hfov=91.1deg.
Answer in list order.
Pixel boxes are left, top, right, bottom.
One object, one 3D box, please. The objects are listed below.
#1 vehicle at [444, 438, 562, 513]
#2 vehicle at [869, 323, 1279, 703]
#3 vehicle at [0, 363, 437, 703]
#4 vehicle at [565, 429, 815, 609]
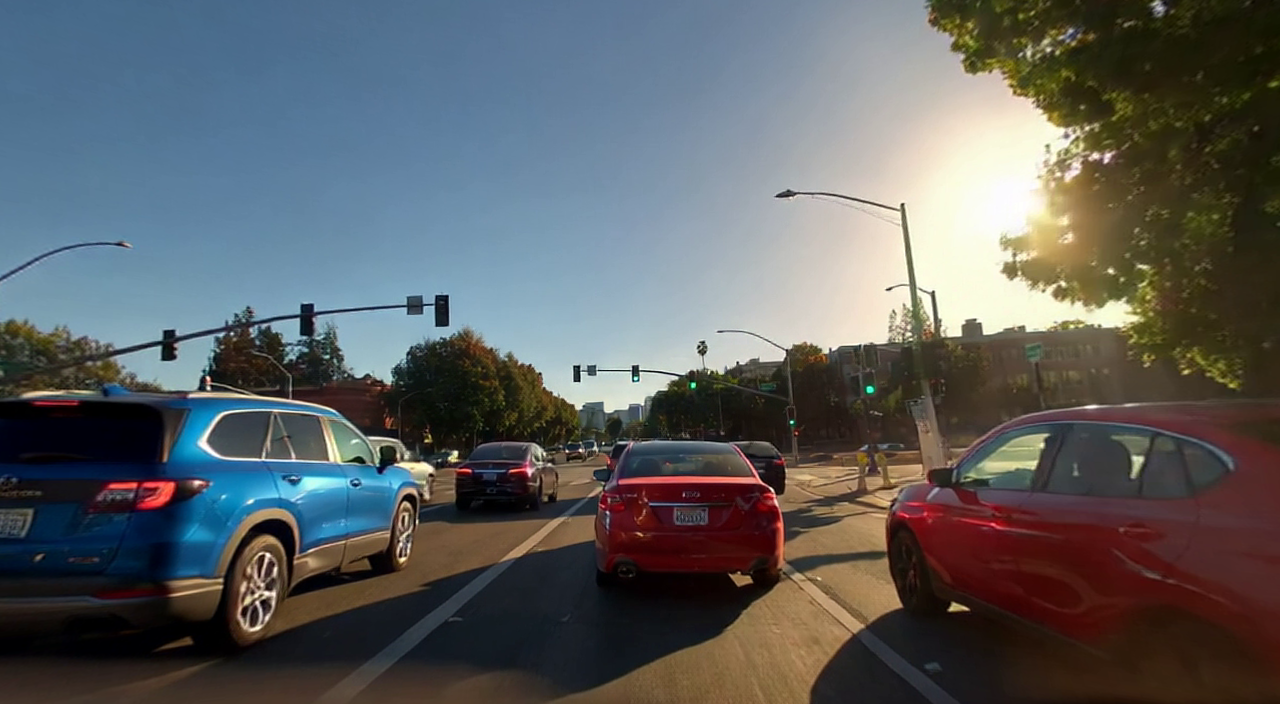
[{"bbox_3d":[-3.077,2.851,15.024,1.868,1.516,4.114,0,-8,1],"label":"vehicle"},{"bbox_3d":[3.072,1.001,3.522,1.880,1.747,4.500,0,-8,0],"label":"vehicle"},{"bbox_3d":[-3.447,1.252,5.419,1.889,1.767,4.289,0,-8,1],"label":"vehicle"},{"bbox_3d":[0.398,1.673,7.206,2.051,1.460,3.932,0,-8,0],"label":"vehicle"}]
